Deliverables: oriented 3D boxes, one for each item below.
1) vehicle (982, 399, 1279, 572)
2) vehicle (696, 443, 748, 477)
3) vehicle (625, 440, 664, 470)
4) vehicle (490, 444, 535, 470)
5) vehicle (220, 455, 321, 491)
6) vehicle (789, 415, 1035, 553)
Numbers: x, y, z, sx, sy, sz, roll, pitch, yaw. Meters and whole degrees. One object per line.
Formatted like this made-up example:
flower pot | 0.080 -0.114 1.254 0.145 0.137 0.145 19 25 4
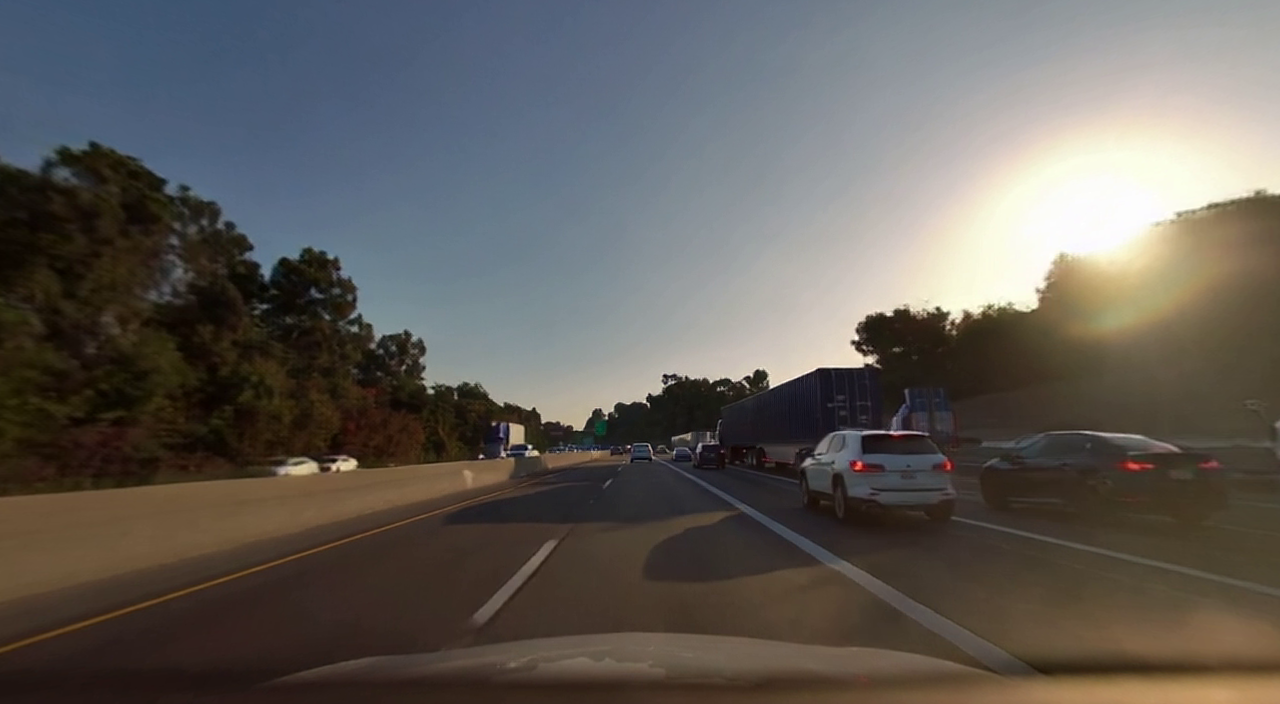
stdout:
vehicle | 7.322 1.769 9.140 1.985 1.835 4.681 0 -8 -1
vehicle | 3.960 5.289 31.104 1.888 1.501 4.608 0 -8 -1
vehicle | 0.310 6.442 39.374 2.313 1.736 4.215 0 -8 1
vehicle | -9.396 7.774 46.702 2.273 1.821 4.811 0 -8 1
vehicle | -16.915 5.536 29.037 1.906 1.453 4.484 0 -8 1
vehicle | 3.885 1.945 9.940 1.972 1.693 4.139 0 -8 -1
